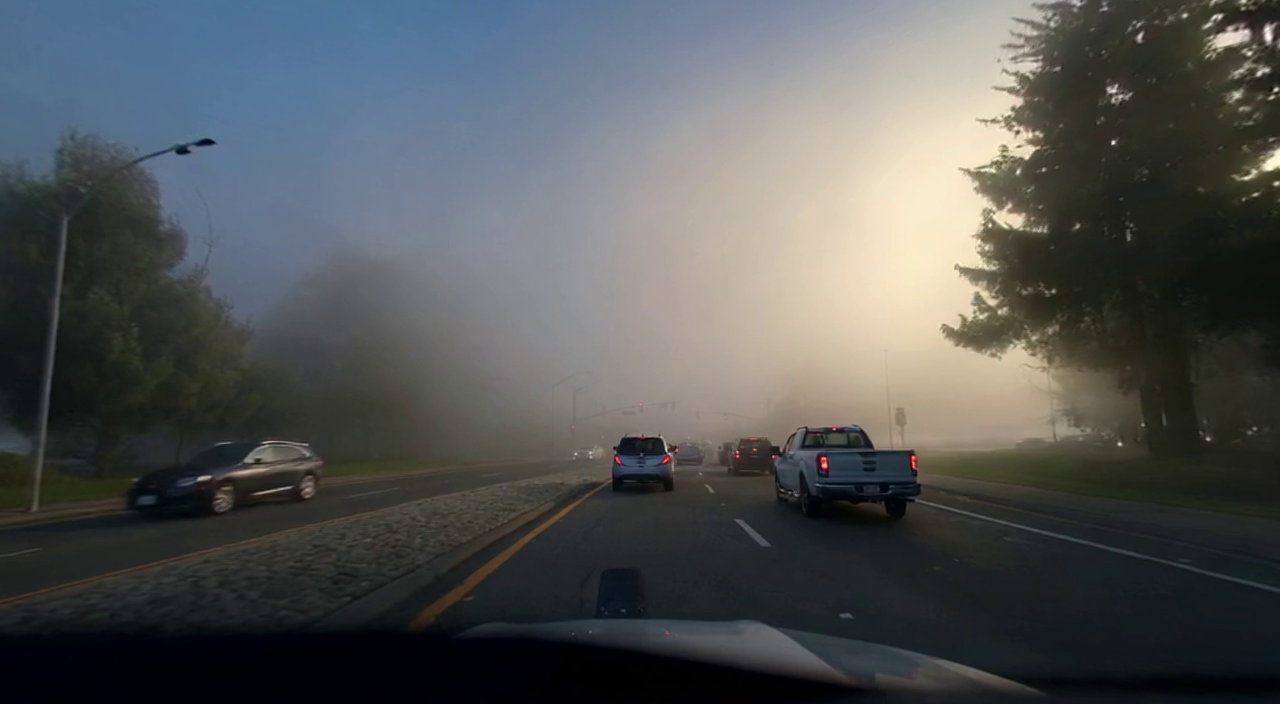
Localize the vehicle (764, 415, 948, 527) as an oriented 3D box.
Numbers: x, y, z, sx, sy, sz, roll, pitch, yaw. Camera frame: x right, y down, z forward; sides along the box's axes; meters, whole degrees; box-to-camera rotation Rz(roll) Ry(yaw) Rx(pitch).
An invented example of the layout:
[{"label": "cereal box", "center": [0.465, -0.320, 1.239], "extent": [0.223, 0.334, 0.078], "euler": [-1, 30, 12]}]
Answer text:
[{"label": "vehicle", "center": [3.908, 2.242, 12.455], "extent": [2.114, 1.765, 4.647], "euler": [0, -8, 2]}]

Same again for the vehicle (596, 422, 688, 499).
[{"label": "vehicle", "center": [0.186, 2.809, 16.648], "extent": [2.113, 1.768, 3.901], "euler": [0, -8, 5]}]

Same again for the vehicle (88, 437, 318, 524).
[{"label": "vehicle", "center": [-9.315, 2.725, 13.988], "extent": [1.941, 1.602, 4.182], "euler": [0, -8, 3]}]

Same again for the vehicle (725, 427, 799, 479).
[{"label": "vehicle", "center": [4.866, 4.137, 26.105], "extent": [2.317, 1.857, 5.940], "euler": [0, -8, 4]}]
